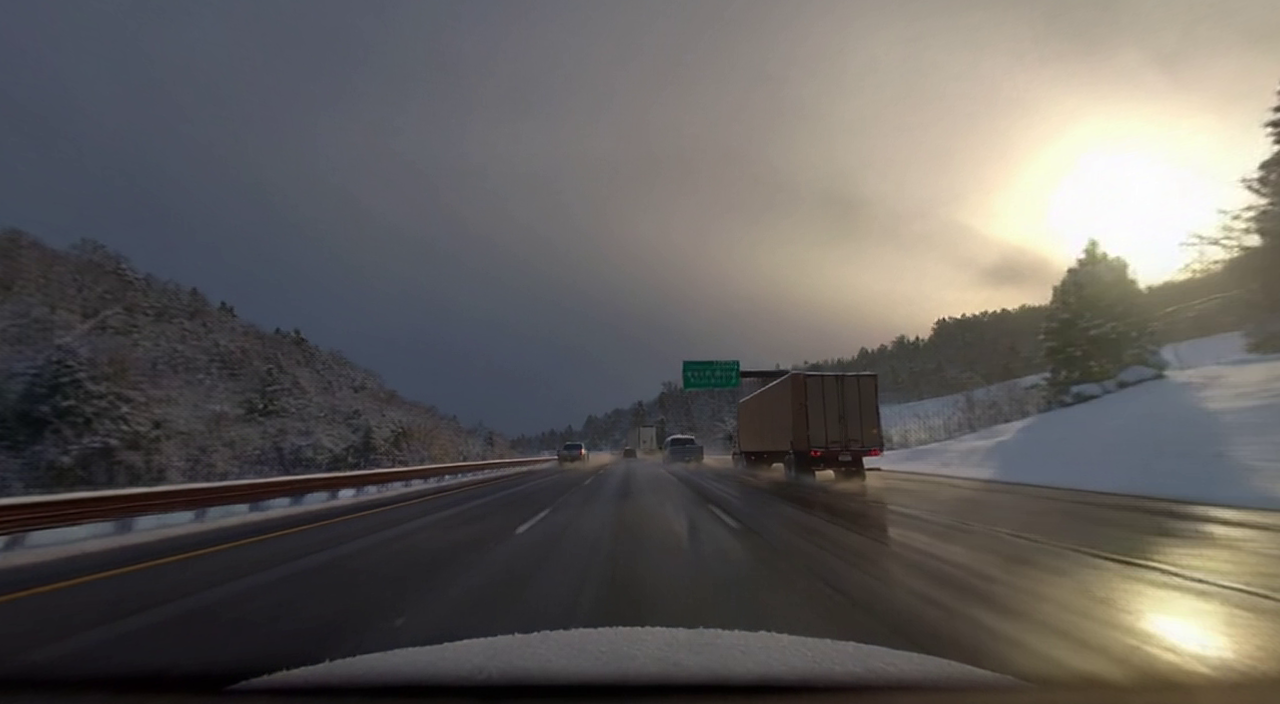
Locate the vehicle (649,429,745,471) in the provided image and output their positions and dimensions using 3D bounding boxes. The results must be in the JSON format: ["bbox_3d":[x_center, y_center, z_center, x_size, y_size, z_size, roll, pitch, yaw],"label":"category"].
[{"bbox_3d":[3.084,5.492,35.468,5.075,2.277,2.365,0,-9,-3],"label":"vehicle"}]

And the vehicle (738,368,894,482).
[{"bbox_3d":[7.748,3.897,31.457,2.935,4.187,16.357,0,-9,-1],"label":"vehicle"}]

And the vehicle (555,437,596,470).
[{"bbox_3d":[-4.205,6.707,41.871,2.193,1.977,4.759,0,-9,0],"label":"vehicle"}]
